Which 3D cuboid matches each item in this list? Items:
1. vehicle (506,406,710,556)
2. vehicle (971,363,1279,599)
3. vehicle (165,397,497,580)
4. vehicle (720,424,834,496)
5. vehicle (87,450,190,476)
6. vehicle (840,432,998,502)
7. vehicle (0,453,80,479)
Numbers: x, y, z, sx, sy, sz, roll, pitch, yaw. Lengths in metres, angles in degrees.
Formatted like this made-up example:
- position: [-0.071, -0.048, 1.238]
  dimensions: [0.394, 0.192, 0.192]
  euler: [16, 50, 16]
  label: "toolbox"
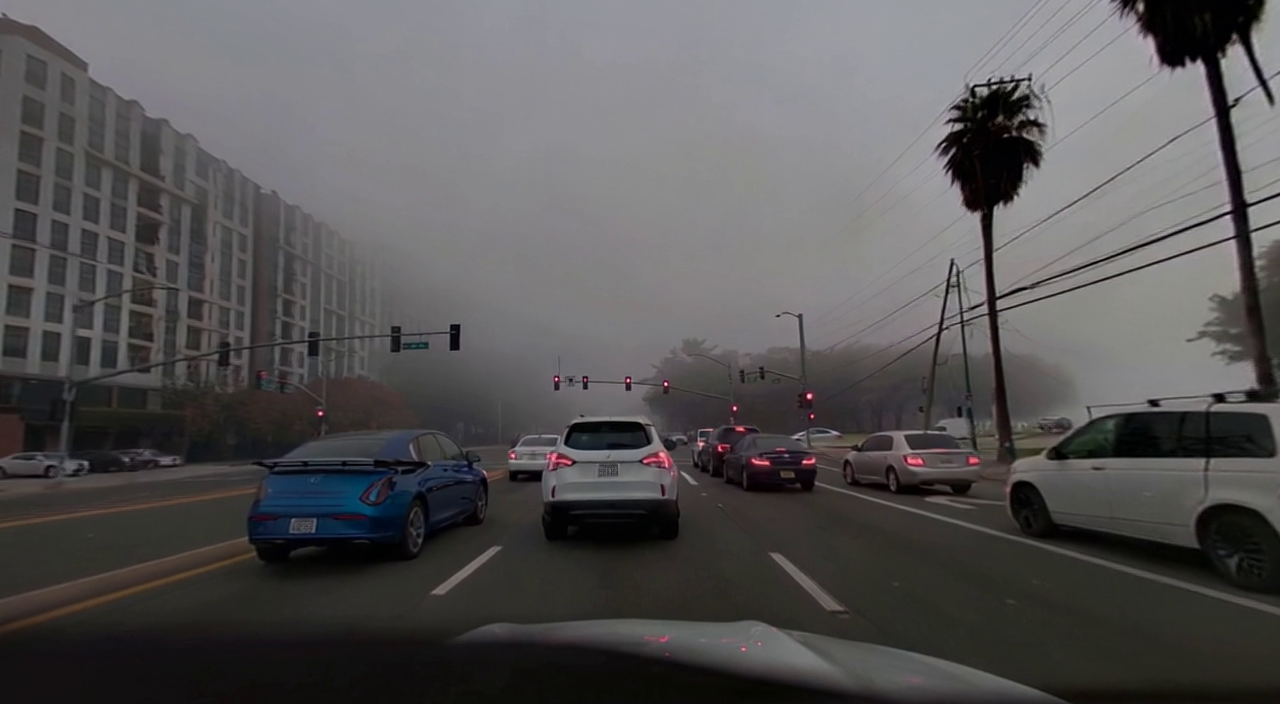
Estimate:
- position: [-0.411, 1.776, 9.343]
  dimensions: [2.302, 1.681, 4.217]
  euler: [0, -8, -1]
  label: "vehicle"
- position: [6.460, 1.408, 7.468]
  dimensions: [2.130, 1.979, 5.310]
  euler: [0, -8, -1]
  label: "vehicle"
- position: [-3.529, 1.656, 8.445]
  dimensions: [2.136, 1.779, 4.417]
  euler: [0, -8, 1]
  label: "vehicle"
- position: [3.336, 2.730, 16.260]
  dimensions: [1.975, 1.598, 4.025]
  euler: [0, -8, -1]
  label: "vehicle"
- position: [-35.691, 7.868, 45.097]
  dimensions: [5.422, 1.765, 1.937]
  euler: [1, -9, -8]
  label: "vehicle"
- position: [6.553, 2.730, 15.459]
  dimensions: [1.764, 1.451, 4.300]
  euler: [0, -8, -2]
  label: "vehicle"
- position: [-42.469, 7.878, 43.901]
  dimensions: [4.867, 1.689, 1.971]
  euler: [1, -9, -8]
  label: "vehicle"
